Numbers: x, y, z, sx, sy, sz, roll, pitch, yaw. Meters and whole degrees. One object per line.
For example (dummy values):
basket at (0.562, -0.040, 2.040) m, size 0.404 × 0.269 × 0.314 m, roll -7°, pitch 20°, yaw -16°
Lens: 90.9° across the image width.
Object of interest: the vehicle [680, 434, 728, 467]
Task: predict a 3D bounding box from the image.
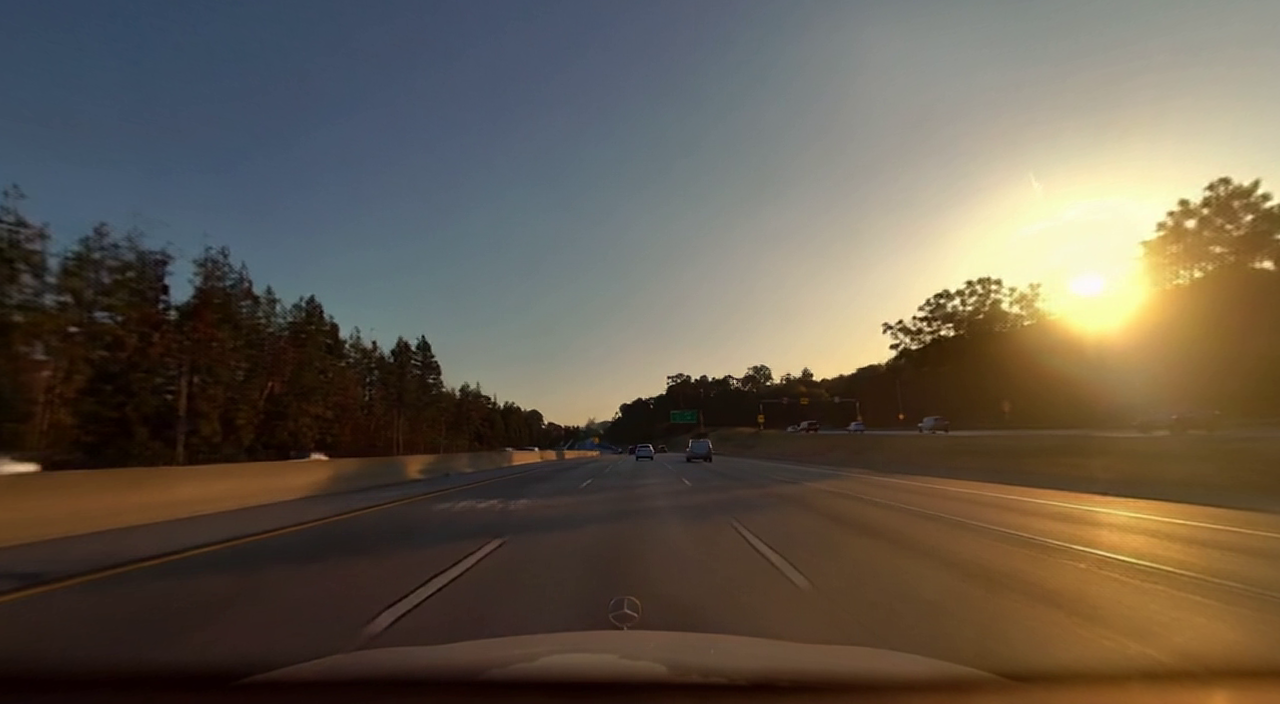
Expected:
vehicle at (4.122, 6.506, 41.883) m, size 2.505 × 2.020 × 5.532 m, roll 0°, pitch -8°, yaw -1°

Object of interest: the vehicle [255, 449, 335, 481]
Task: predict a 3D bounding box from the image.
vehicle at (-19.146, 6.286, 35.250) m, size 1.962 × 1.620 × 4.332 m, roll 0°, pitch -8°, yaw 1°

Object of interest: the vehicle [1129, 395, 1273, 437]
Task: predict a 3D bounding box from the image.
vehicle at (22.355, 2.654, 25.430) m, size 1.872 × 1.459 × 4.502 m, roll -1°, pitch -8°, yaw 4°

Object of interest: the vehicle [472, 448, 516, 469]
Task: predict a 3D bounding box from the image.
vehicle at (-10.698, 7.825, 46.539) m, size 1.954 × 1.477 × 4.834 m, roll 0°, pitch -8°, yaw 2°
